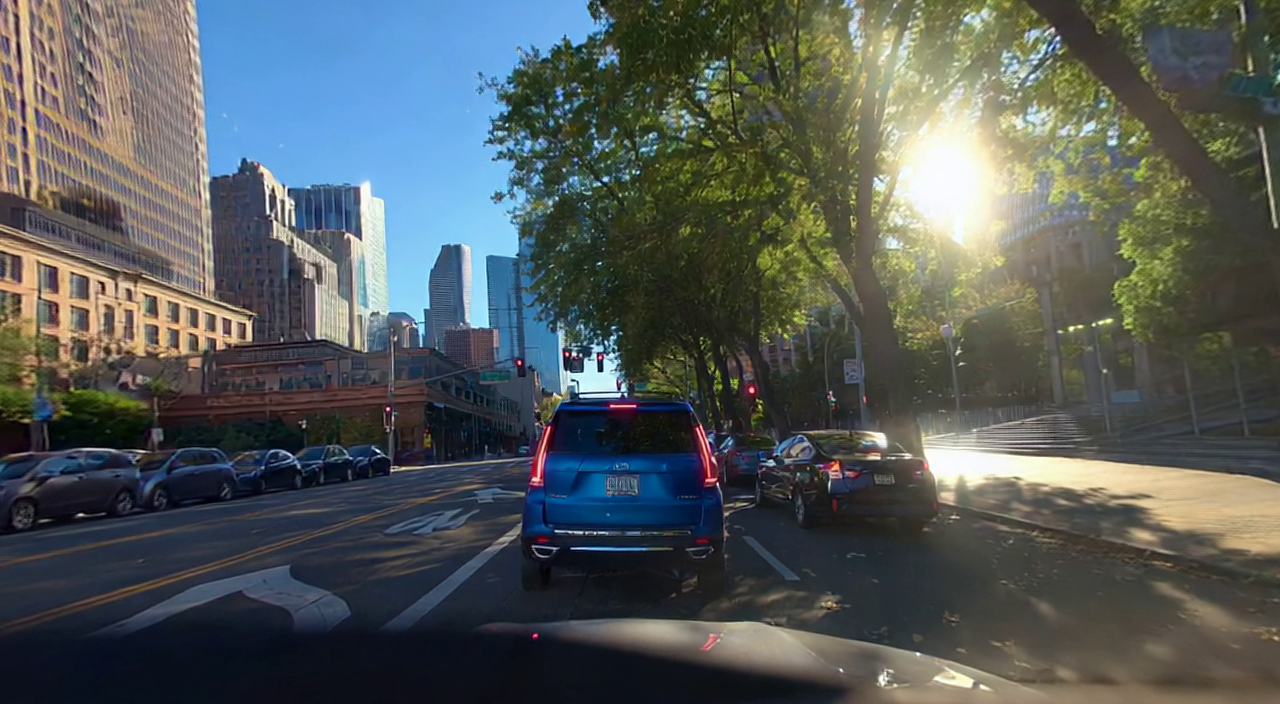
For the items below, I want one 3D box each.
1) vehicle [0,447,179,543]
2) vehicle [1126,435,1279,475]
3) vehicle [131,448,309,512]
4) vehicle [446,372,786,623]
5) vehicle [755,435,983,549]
[{"bbox_3d":[-12.547,2.909,13.452,1.891,1.723,4.360,0,-8,1],"label":"vehicle"},{"bbox_3d":[22.163,4.050,24.964,4.055,1.469,1.848,-4,-9,26],"label":"vehicle"},{"bbox_3d":[-12.465,3.778,19.124,2.207,1.648,4.675,0,-8,-1],"label":"vehicle"},{"bbox_3d":[-0.164,1.362,6.781,2.453,1.816,4.300,0,-8,0],"label":"vehicle"},{"bbox_3d":[3.293,2.084,10.079,2.056,1.422,4.130,0,-8,-1],"label":"vehicle"}]
